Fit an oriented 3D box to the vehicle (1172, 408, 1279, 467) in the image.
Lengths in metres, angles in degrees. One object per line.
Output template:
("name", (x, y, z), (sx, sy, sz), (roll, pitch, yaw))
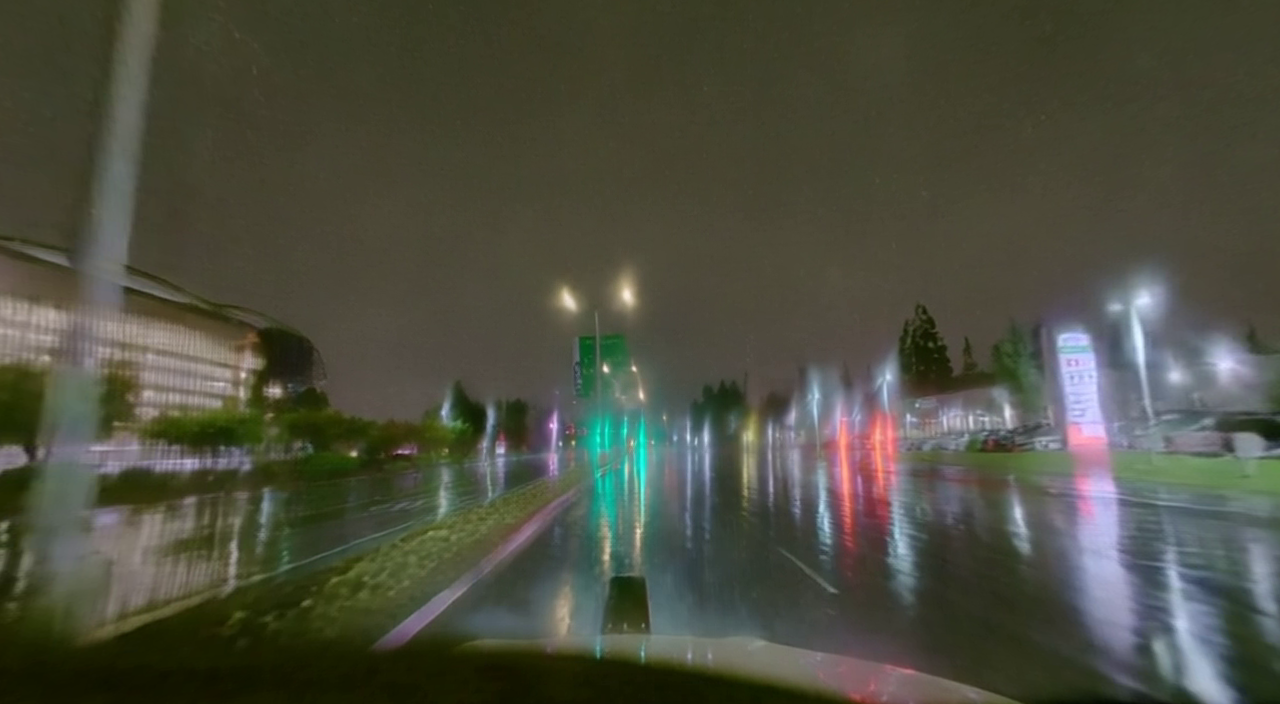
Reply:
("vehicle", (20.097, 2.699, 20.009), (4.532, 1.763, 2.102), (1, -7, -2))
